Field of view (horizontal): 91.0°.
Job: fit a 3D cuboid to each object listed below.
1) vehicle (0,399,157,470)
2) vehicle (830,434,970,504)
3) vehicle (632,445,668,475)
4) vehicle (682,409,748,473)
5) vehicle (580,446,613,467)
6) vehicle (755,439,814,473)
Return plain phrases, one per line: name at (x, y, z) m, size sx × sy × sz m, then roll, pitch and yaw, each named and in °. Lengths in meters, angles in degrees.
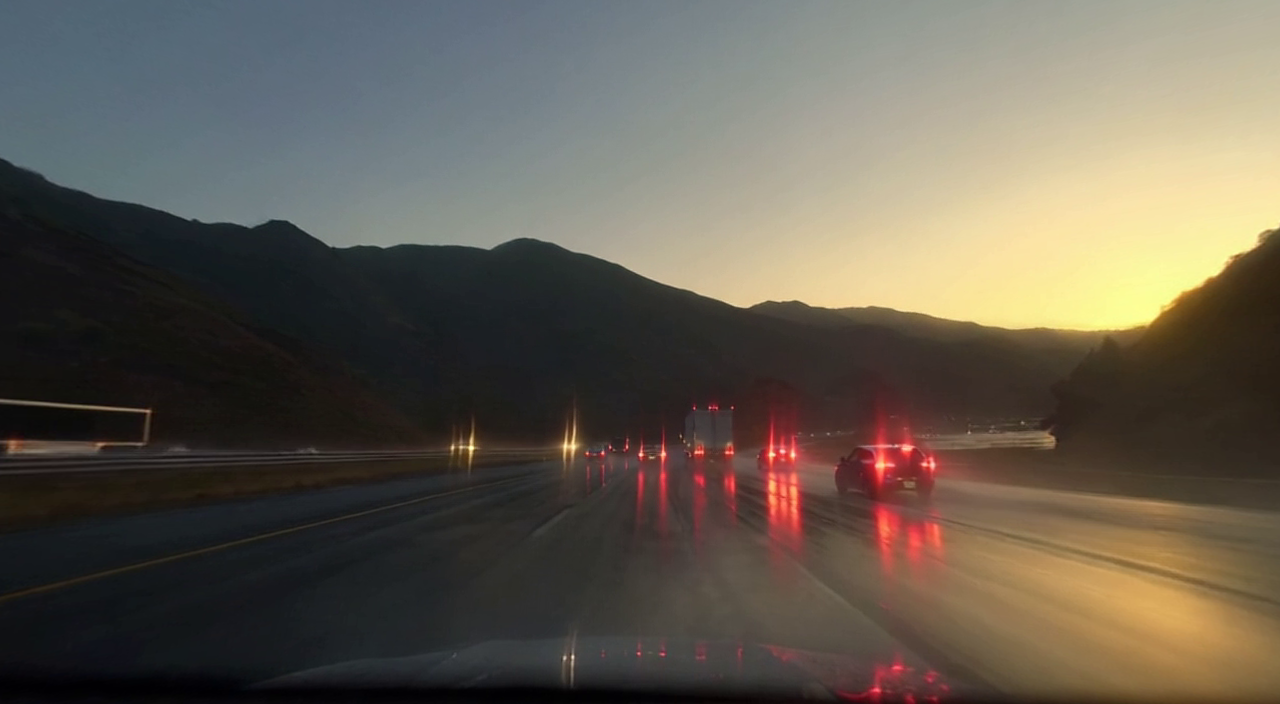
vehicle at (-37.797, 5.130, 38.930) m, size 2.881 × 3.999 × 15.945 m, roll 0°, pitch -9°, yaw 2°
vehicle at (7.024, 3.194, 17.627) m, size 2.044 × 1.676 × 4.421 m, roll 0°, pitch -9°, yaw 0°
vehicle at (0.554, 5.899, 34.572) m, size 1.866 × 1.492 × 3.932 m, roll 0°, pitch -9°, yaw 1°
vehicle at (4.644, 5.875, 41.450) m, size 3.130 × 3.607 × 11.129 m, roll 0°, pitch -9°, yaw 1°
vehicle at (-3.179, 7.761, 46.889) m, size 2.132 × 1.506 × 4.256 m, roll 0°, pitch -9°, yaw 0°
vehicle at (7.945, 5.763, 35.132) m, size 2.143 × 1.775 × 4.729 m, roll 0°, pitch -9°, yaw 0°
